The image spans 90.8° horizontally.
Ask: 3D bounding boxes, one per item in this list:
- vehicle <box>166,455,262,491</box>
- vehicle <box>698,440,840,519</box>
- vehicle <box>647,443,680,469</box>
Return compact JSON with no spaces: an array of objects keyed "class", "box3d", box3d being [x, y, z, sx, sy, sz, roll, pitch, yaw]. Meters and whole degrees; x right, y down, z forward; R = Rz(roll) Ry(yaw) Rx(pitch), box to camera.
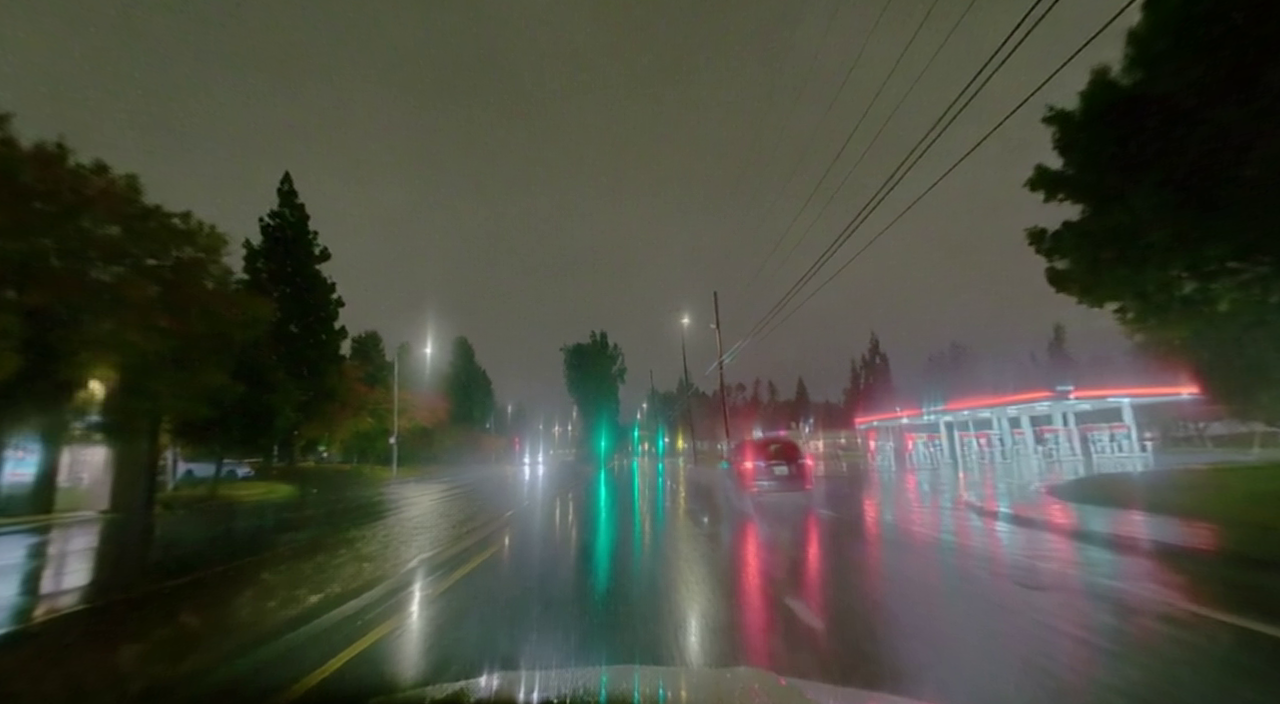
[{"class":"vehicle","box3d":[-24.552,6.984,36.703,2.082,1.829,5.094,-1,-9,-1]},{"class":"vehicle","box3d":[2.675,2.771,14.289,2.061,1.475,4.296,0,-9,-3]},{"class":"vehicle","box3d":[1.710,7.858,47.817,2.115,1.840,4.777,0,-9,-3]}]
